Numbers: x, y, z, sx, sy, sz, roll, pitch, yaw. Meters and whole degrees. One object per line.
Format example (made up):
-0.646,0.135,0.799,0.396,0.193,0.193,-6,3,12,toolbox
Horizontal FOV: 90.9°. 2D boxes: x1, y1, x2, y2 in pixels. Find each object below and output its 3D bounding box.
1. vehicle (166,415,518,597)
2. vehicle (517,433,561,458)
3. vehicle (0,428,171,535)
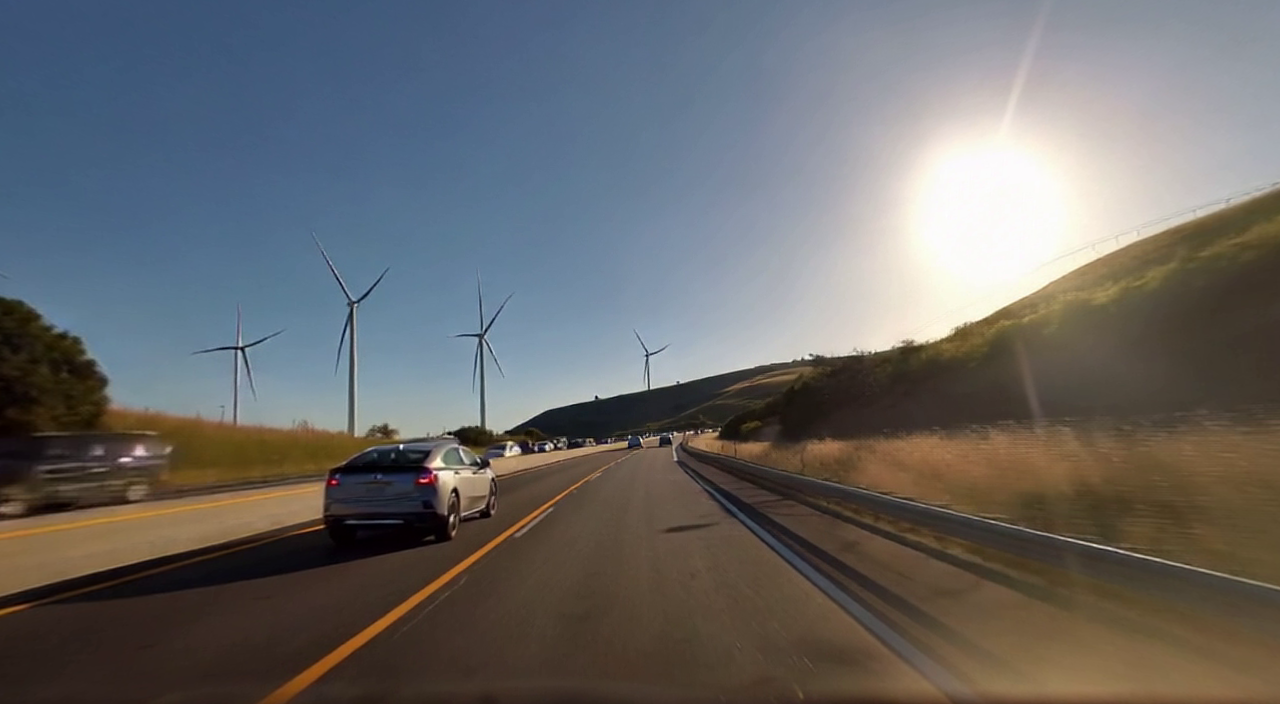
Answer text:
-2.818,1.534,7.302,1.918,1.443,4.422,0,-8,0,vehicle
-6.162,5.776,38.955,1.898,1.456,4.378,0,-8,2,vehicle
-10.006,1.970,9.981,2.046,1.485,3.990,0,-8,0,vehicle
